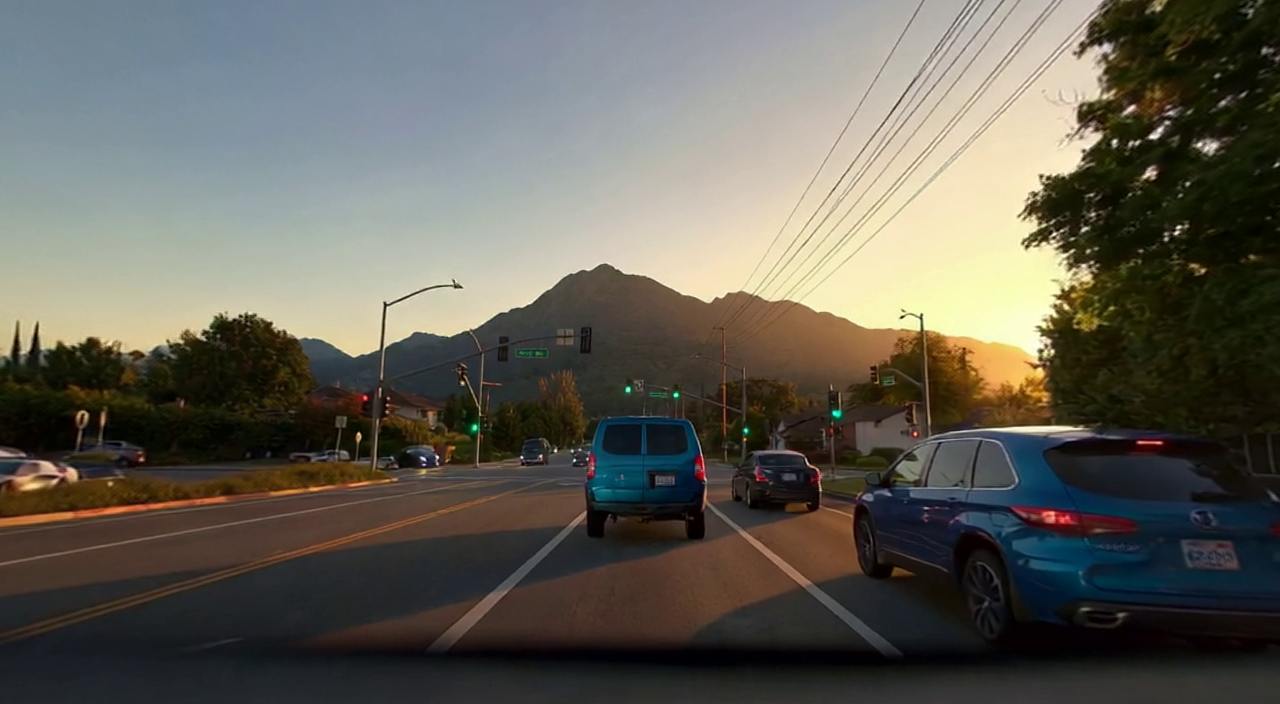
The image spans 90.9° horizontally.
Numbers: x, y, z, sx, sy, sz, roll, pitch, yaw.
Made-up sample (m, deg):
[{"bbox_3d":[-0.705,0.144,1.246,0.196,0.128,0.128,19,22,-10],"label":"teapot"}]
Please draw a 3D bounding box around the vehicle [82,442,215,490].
[{"bbox_3d":[-20.420,4.724,26.509,1.996,1.809,4.699,1,-9,-5],"label":"vehicle"}]

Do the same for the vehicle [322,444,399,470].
[{"bbox_3d":[-19.364,7.290,43.723,4.428,1.738,1.886,-1,-9,5],"label":"vehicle"}]

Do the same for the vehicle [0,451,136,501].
[{"bbox_3d":[-20.079,4.132,21.455,1.830,1.436,4.771,0,-9,1],"label":"vehicle"}]

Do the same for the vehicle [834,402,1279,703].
[{"bbox_3d":[3.479,1.427,5.407,2.155,1.658,4.721,0,-9,0],"label":"vehicle"}]

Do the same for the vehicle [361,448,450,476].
[{"bbox_3d":[-14.058,6.572,37.854,4.644,1.533,2.005,-2,-9,16],"label":"vehicle"}]

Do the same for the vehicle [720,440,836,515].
[{"bbox_3d":[3.322,3.104,16.128,1.957,1.646,4.355,0,-9,0],"label":"vehicle"}]

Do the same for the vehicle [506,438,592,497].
[{"bbox_3d":[-2.872,3.764,20.989,2.059,1.749,4.458,0,-9,2],"label":"vehicle"}]

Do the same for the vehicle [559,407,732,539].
[{"bbox_3d":[0.075,2.235,12.270,2.636,2.011,5.130,0,-9,0],"label":"vehicle"}]
